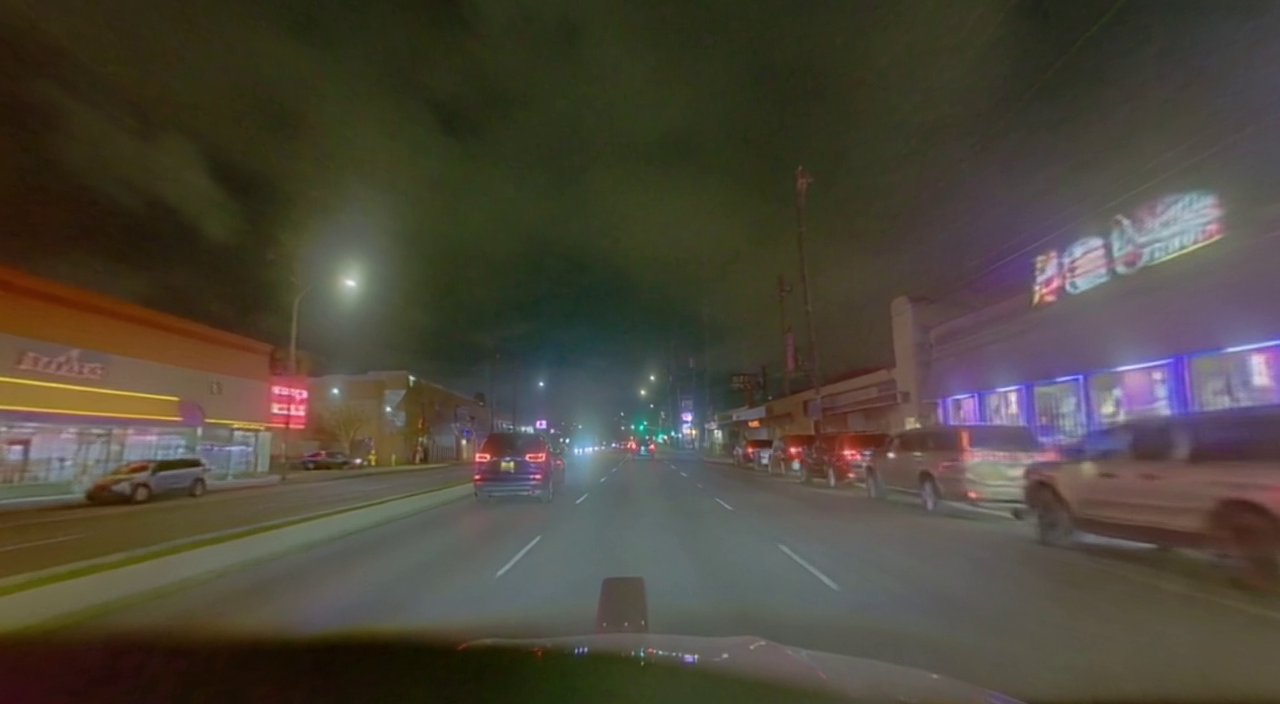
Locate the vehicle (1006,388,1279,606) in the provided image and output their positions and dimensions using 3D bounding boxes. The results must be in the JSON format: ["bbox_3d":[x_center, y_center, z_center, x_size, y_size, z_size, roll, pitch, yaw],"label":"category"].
[{"bbox_3d":[6.534,1.453,6.824,2.005,1.858,5.253,0,-8,1],"label":"vehicle"}]

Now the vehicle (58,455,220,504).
[{"bbox_3d":[-17.321,4.392,22.163,1.894,1.458,4.565,0,-8,0],"label":"vehicle"}]

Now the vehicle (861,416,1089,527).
[{"bbox_3d":[6.471,2.363,13.044,1.985,1.835,4.936,0,-8,0],"label":"vehicle"}]

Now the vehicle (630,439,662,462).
[{"bbox_3d":[0.375,6.689,42.840,2.037,1.484,4.073,0,-8,0],"label":"vehicle"}]

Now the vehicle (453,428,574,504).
[{"bbox_3d":[-3.020,2.832,16.140,2.049,1.646,4.445,0,-8,2],"label":"vehicle"}]
